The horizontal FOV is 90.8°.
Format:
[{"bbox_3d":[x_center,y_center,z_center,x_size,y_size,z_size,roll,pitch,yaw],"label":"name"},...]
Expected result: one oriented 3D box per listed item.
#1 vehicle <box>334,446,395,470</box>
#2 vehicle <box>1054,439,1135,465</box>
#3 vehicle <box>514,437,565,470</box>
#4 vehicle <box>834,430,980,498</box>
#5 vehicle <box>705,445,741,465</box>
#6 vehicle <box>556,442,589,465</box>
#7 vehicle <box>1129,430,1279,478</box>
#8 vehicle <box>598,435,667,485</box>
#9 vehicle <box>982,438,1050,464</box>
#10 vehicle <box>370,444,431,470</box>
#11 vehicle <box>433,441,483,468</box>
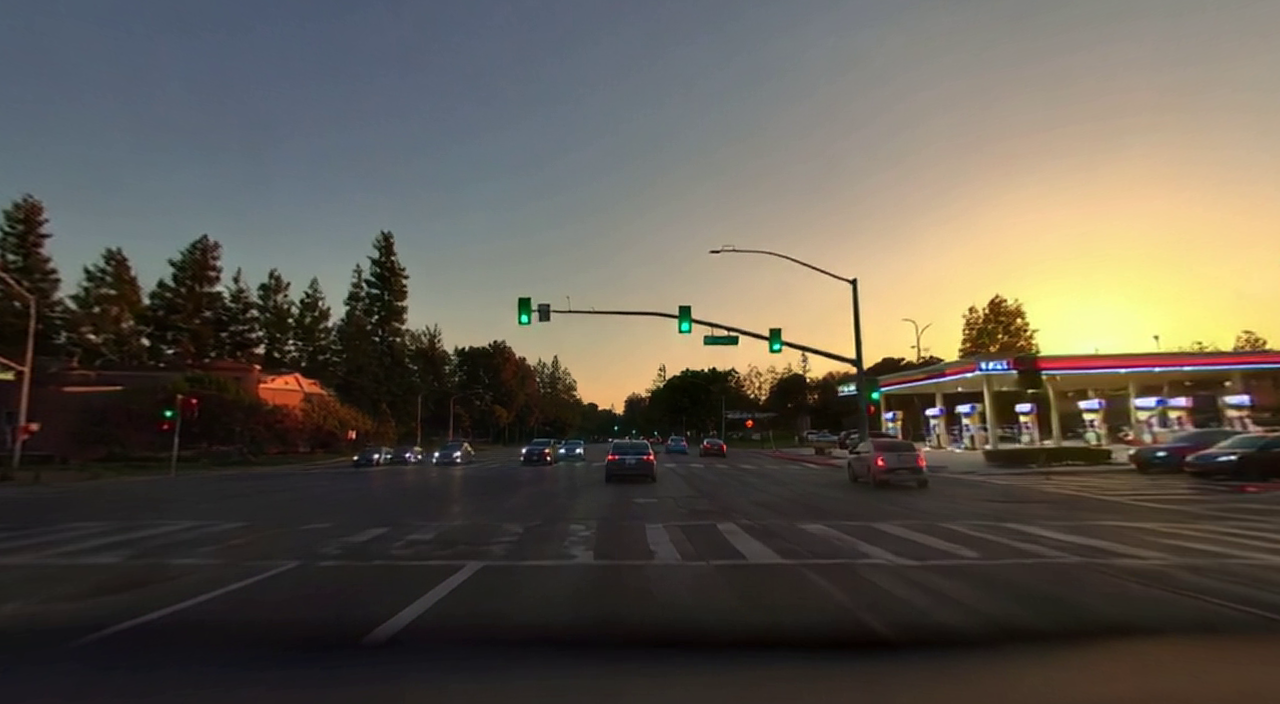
[{"bbox_3d":[-18.104,6.959,41.713,2.018,1.472,4.559,1,-8,-1],"label":"vehicle"},{"bbox_3d":[27.658,6.065,38.446,4.512,1.468,1.909,4,-9,-24],"label":"vehicle"},{"bbox_3d":[-5.499,5.581,35.021,1.990,1.673,4.436,0,-8,1],"label":"vehicle"},{"bbox_3d":[6.736,2.864,16.558,1.890,1.489,4.396,1,-8,0],"label":"vehicle"},{"bbox_3d":[6.471,8.102,49.912,2.143,1.508,4.274,1,-8,-2],"label":"vehicle"},{"bbox_3d":[-5.262,7.991,49.982,2.137,1.685,4.587,1,-8,0],"label":"vehicle"},{"bbox_3d":[20.125,3.495,21.808,4.796,1.488,1.966,-1,-9,-1],"label":"vehicle"},{"bbox_3d":[-0.245,3.508,20.835,2.040,1.451,3.736,1,-8,-1],"label":"vehicle"},{"bbox_3d":[25.990,6.829,43.672,4.246,1.686,1.910,5,-9,-25],"label":"vehicle"},{"bbox_3d":[-14.874,6.545,39.563,2.001,1.463,4.673,1,-8,0],"label":"vehicle"},{"bbox_3d":[-11.838,6.694,41.466,1.944,1.647,4.395,1,-8,0],"label":"vehicle"}]
